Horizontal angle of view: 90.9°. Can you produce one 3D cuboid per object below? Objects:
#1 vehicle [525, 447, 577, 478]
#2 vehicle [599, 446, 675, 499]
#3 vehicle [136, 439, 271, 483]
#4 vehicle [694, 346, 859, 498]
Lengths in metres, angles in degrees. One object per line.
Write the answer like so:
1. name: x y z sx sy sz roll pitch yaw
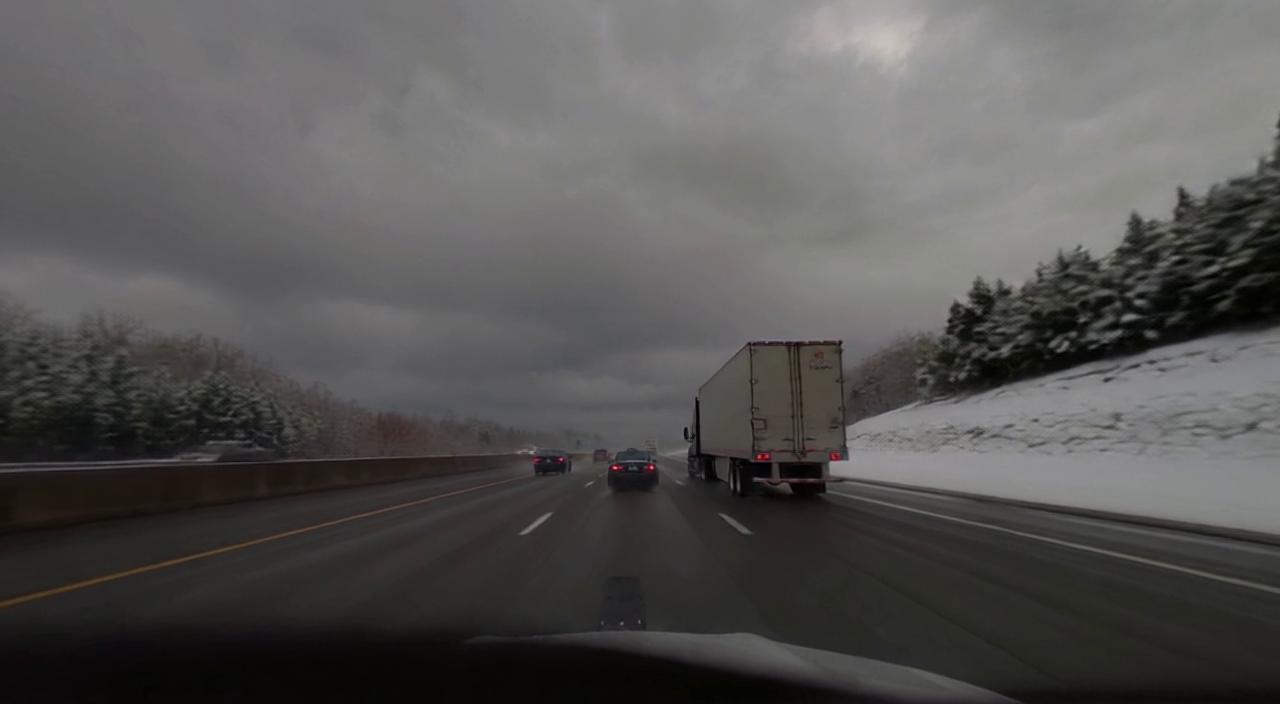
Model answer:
1. vehicle: -4.484 5.611 32.364 2.017 1.460 4.382 0 -9 0
2. vehicle: -0.099 3.553 18.949 2.023 1.400 4.028 0 -9 -1
3. vehicle: -16.061 4.036 23.526 1.882 1.460 4.404 0 -9 0
4. vehicle: 4.285 2.975 24.223 2.905 4.109 14.332 0 -9 -1
